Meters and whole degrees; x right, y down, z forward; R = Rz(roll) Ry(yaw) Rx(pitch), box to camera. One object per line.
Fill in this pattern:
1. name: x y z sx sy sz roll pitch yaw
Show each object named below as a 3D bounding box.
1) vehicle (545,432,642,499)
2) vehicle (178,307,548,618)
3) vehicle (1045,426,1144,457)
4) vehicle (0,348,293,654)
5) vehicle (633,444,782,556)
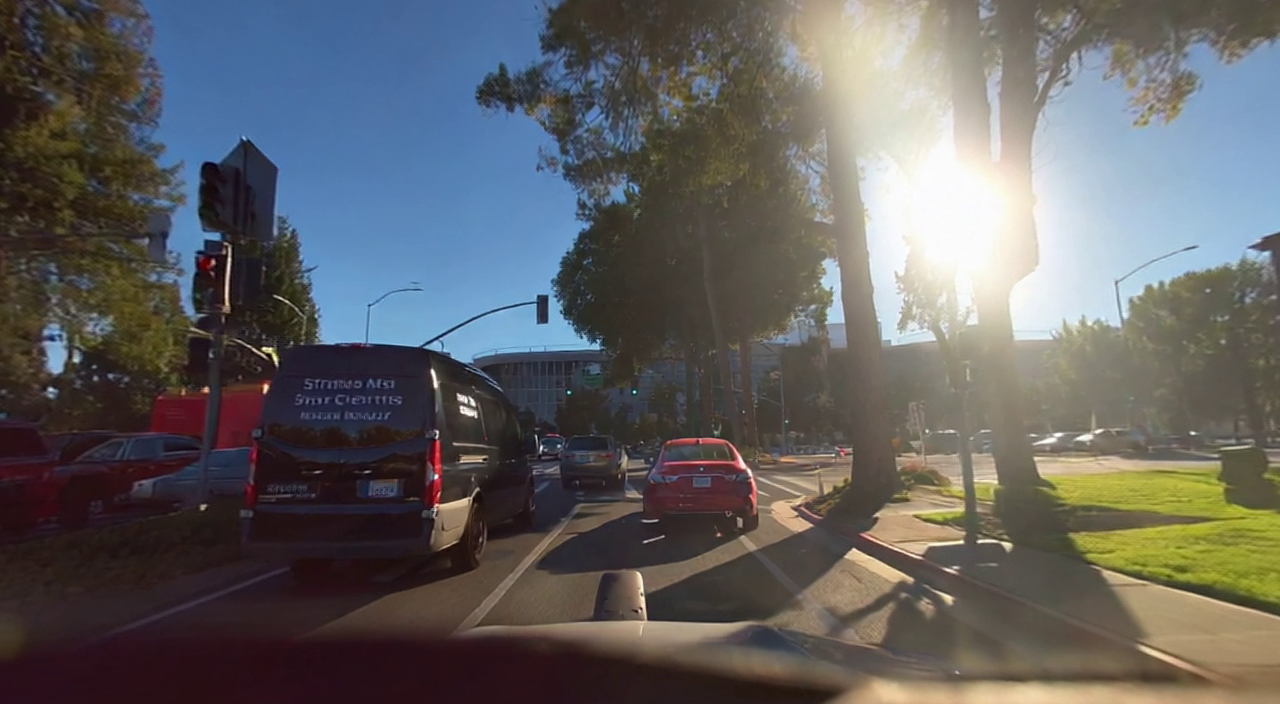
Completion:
1. vehicle: -1.346 3.593 20.360 2.130 1.876 4.445 -1 -9 9
2. vehicle: -3.114 1.469 9.088 2.555 3.035 5.702 0 -9 1
3. vehicle: 30.915 6.105 42.915 5.084 2.041 2.360 1 -9 -8
4. vehicle: -6.137 1.364 6.286 2.352 2.333 5.197 0 -9 -1
5. vehicle: 1.337 2.725 12.429 2.398 1.773 4.254 -1 -9 7
